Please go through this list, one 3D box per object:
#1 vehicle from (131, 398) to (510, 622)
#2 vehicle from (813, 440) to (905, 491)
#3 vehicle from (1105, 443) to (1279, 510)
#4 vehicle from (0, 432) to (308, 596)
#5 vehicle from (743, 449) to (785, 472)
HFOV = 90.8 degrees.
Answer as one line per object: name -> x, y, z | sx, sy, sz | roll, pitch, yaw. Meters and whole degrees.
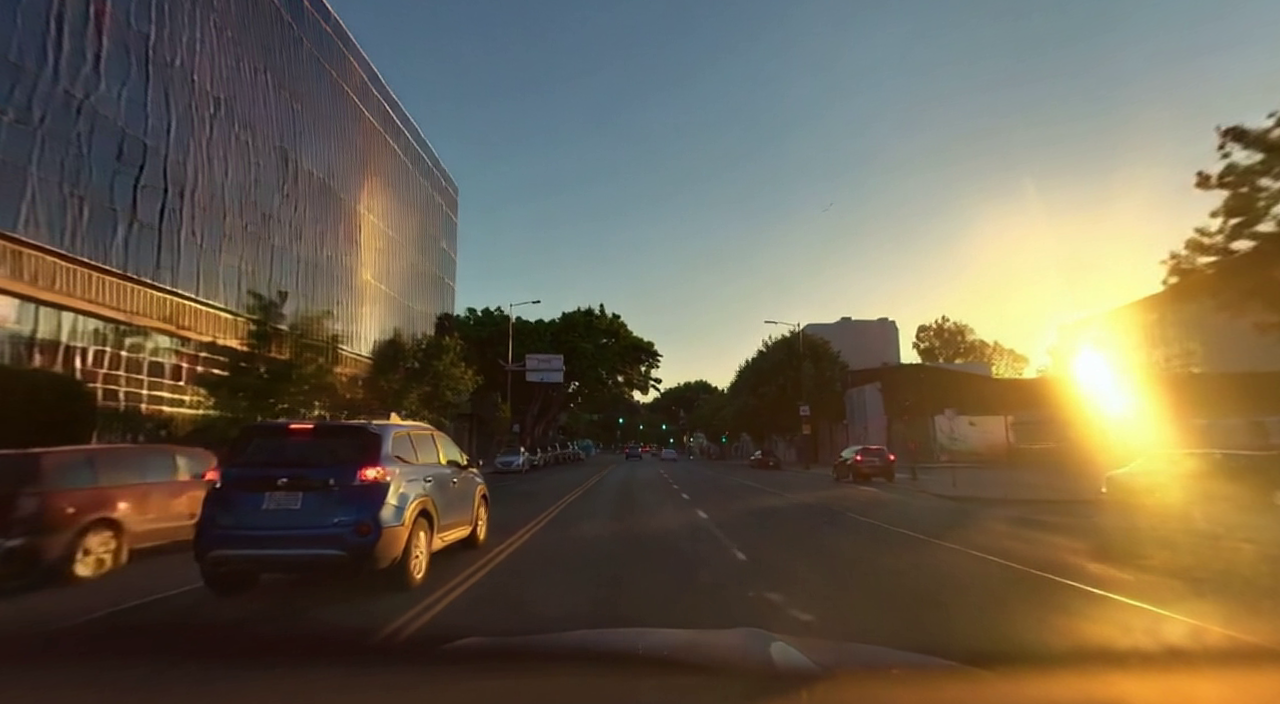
vehicle -> -2.992, 1.571, 7.262 | 2.002, 1.756, 4.366 | 0, -8, 1
vehicle -> 9.300, 4.828, 27.432 | 2.129, 1.929, 5.537 | 0, -8, 1
vehicle -> 17.148, 3.681, 18.942 | 4.693, 1.827, 2.098 | 1, -9, 0
vehicle -> -6.868, 1.975, 8.720 | 2.095, 1.641, 4.484 | 0, -8, 0
vehicle -> 8.818, 7.743, 45.297 | 1.954, 1.478, 4.625 | 0, -8, -2
